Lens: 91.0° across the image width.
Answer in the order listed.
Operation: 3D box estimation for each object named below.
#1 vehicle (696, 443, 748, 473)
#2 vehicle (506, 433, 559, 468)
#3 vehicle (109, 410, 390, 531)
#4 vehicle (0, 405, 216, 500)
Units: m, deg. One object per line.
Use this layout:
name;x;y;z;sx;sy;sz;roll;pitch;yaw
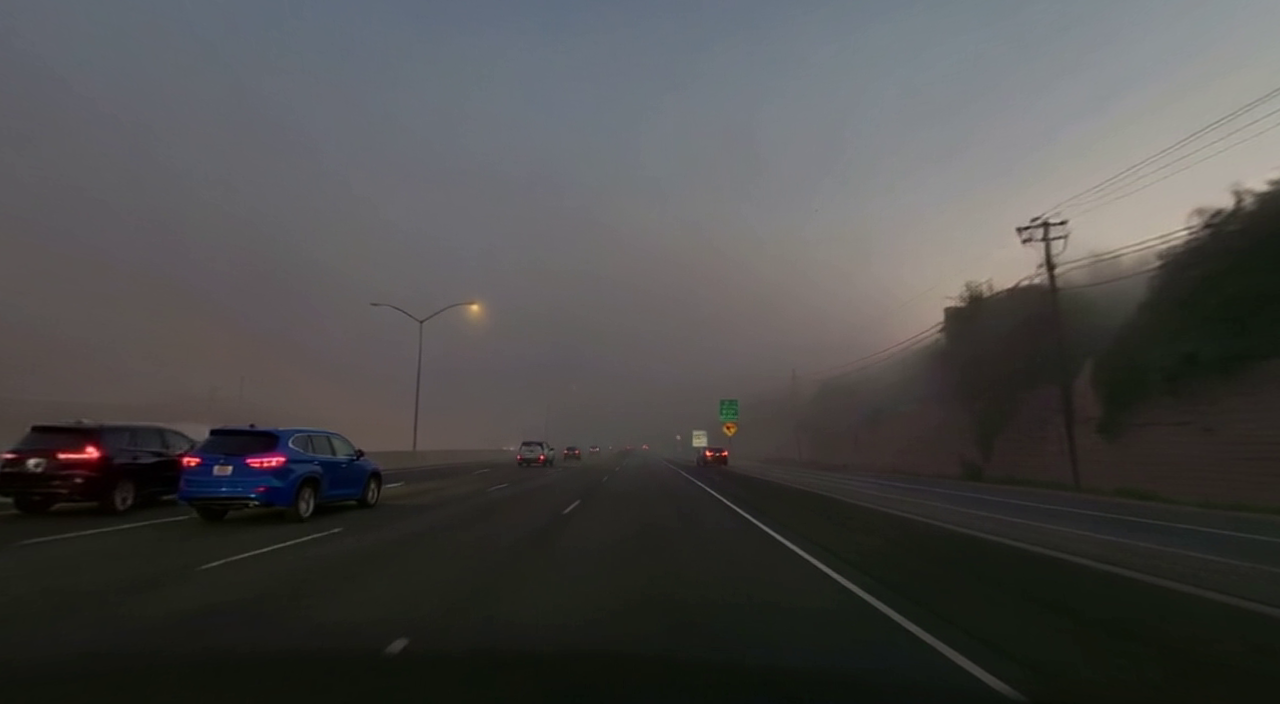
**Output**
vehicle;4.531;5.895;35.337;2.251;1.520;4.550;1;-9;-1
vehicle;-6.327;5.875;37.648;2.255;1.934;4.868;1;-9;0
vehicle;-6.520;2.047;11.361;2.058;1.698;4.567;1;-9;1
vehicle;-13.783;2.491;15.839;2.162;1.922;5.732;1;-9;0
